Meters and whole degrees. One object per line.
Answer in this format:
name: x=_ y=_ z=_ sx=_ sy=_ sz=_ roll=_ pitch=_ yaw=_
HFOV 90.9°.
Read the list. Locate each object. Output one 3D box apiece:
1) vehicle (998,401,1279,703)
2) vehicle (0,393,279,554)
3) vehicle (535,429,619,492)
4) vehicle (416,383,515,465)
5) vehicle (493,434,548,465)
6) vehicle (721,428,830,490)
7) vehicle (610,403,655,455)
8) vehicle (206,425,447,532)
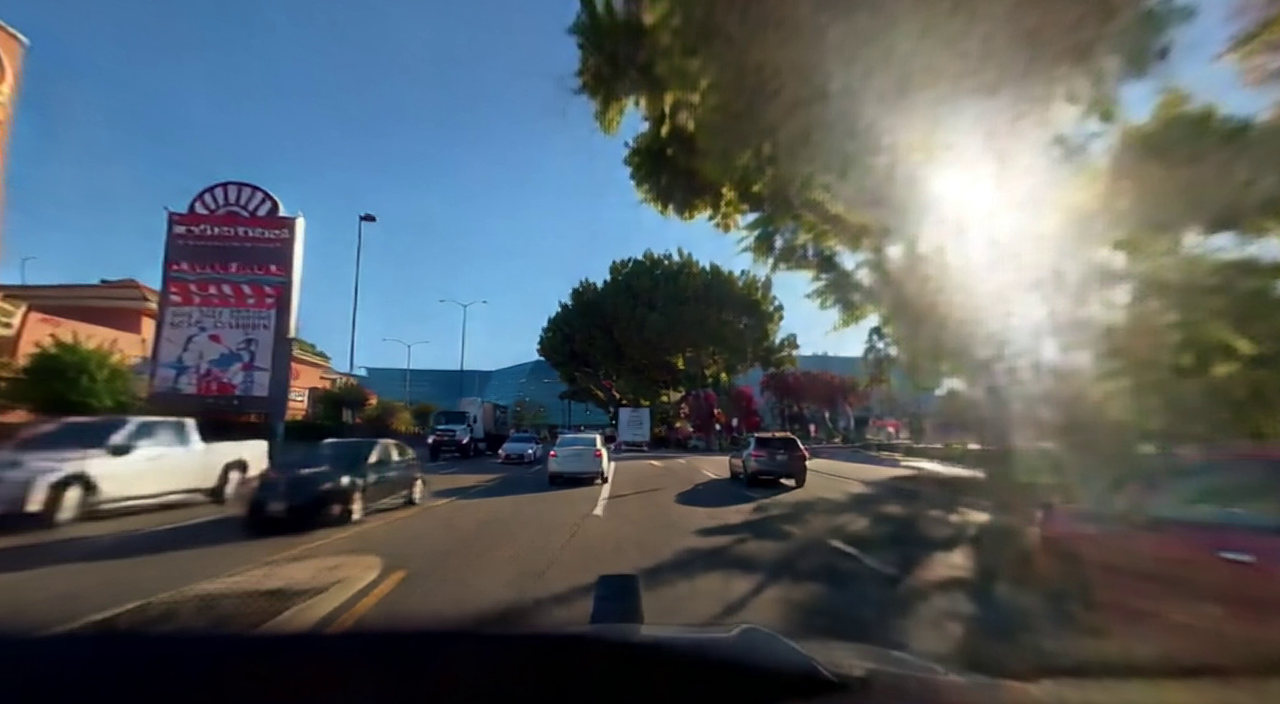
vehicle: x=3.432 y=0.831 z=1.795 sx=2.081 sy=1.434 sz=4.833 roll=0 pitch=-8 yaw=1
vehicle: x=-8.654 y=1.838 z=10.430 sx=2.165 sy=1.966 sz=5.251 roll=0 pitch=-8 yaw=1
vehicle: x=-1.609 y=2.816 z=16.790 sx=1.991 sy=1.472 sz=3.518 roll=1 pitch=-8 yaw=-4
vehicle: x=-9.168 y=4.065 z=34.582 sx=2.986 sy=3.821 sz=10.059 roll=0 pitch=-8 yaw=-3
vehicle: x=-5.807 y=4.780 z=31.219 sx=1.964 sy=1.428 sz=4.481 roll=0 pitch=-8 yaw=-2
vehicle: x=3.542 y=2.857 z=17.231 sx=1.889 sy=1.480 sz=3.876 roll=1 pitch=-8 yaw=-4
vehicle: x=-0.638 y=5.649 z=45.902 sx=2.917 sy=3.482 sz=6.946 roll=1 pitch=-8 yaw=-4
vehicle: x=-5.204 y=2.120 z=11.340 sx=2.026 sy=1.520 sz=4.475 roll=0 pitch=-8 yaw=0
